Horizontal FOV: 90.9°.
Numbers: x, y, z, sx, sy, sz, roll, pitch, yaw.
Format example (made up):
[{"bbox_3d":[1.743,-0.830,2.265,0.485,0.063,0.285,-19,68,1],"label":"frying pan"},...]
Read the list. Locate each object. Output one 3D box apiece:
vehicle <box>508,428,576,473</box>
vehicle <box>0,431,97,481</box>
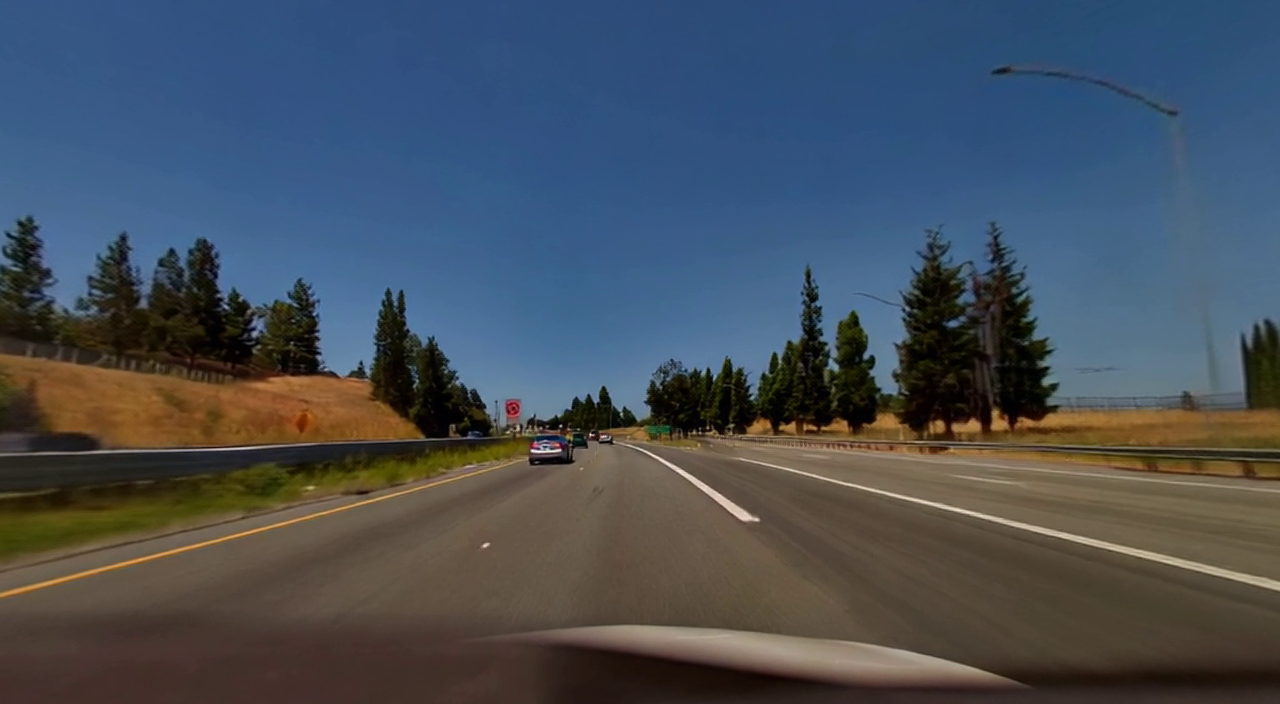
[{"bbox_3d":[-3.846,3.914,25.497,2.047,1.612,4.631,0,-7,-1],"label":"vehicle"},{"bbox_3d":[-19.259,3.119,19.087,1.892,1.435,4.234,0,-7,-1],"label":"vehicle"}]
